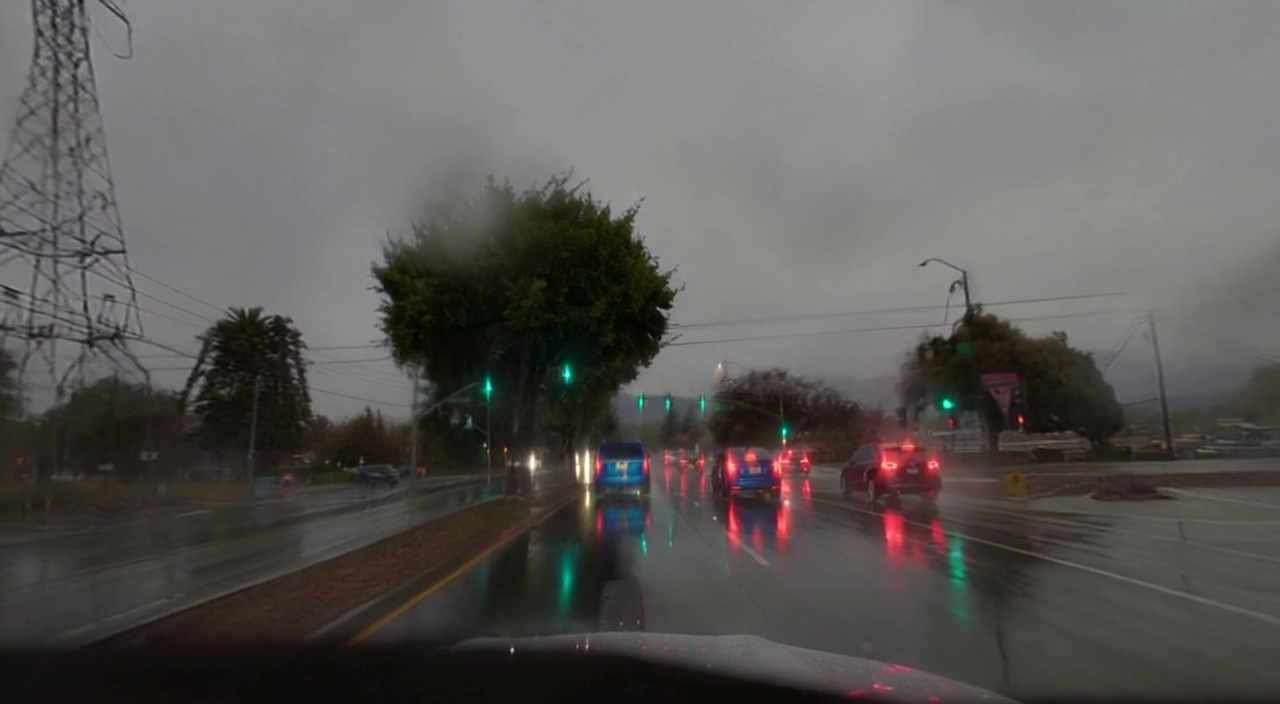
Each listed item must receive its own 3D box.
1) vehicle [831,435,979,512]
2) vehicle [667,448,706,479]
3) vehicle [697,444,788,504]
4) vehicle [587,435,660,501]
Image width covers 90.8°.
[{"bbox_3d":[6.781,3.129,16.797,1.929,1.753,4.396,0,-9,-1],"label":"vehicle"},{"bbox_3d":[2.759,6.764,38.606,1.915,1.765,4.047,0,-9,-2],"label":"vehicle"},{"bbox_3d":[2.961,3.631,19.282,1.880,1.579,4.401,0,-9,-2],"label":"vehicle"},{"bbox_3d":[-0.561,3.927,21.797,2.231,1.998,4.254,0,-9,-1],"label":"vehicle"}]
